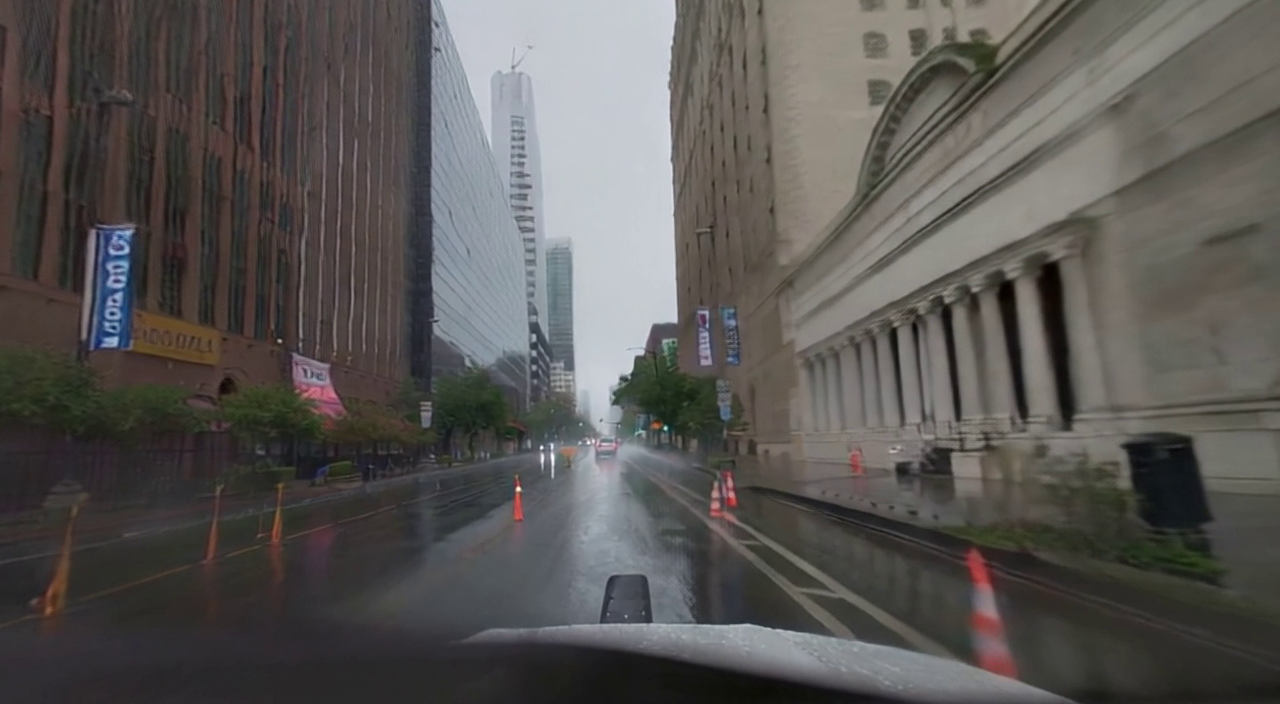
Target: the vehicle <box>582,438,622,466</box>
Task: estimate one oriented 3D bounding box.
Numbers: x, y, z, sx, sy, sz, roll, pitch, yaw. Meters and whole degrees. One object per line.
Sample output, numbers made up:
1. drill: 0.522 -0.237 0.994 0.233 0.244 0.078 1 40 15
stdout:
1. vehicle: -2.229 5.825 36.807 2.216 1.492 4.725 1 -8 -4
